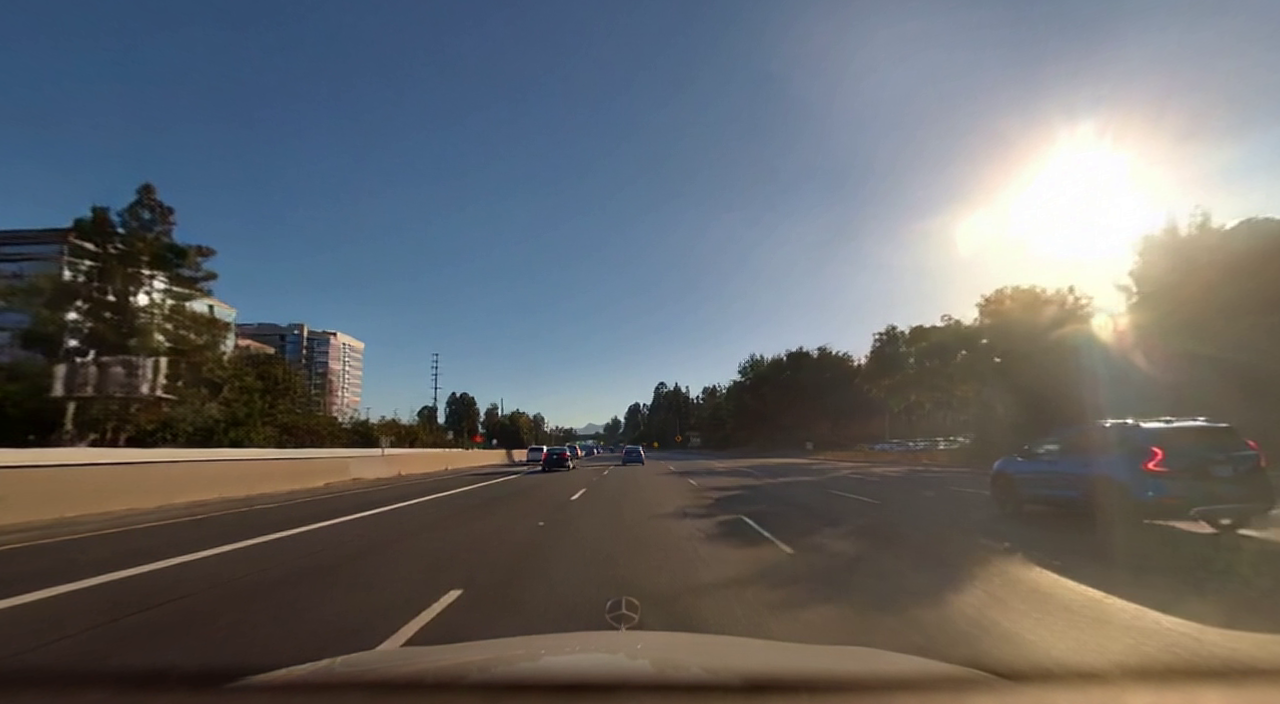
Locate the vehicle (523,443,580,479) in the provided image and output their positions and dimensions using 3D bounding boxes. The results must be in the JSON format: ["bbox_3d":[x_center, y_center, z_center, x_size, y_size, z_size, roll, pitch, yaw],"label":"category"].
[{"bbox_3d":[-3.908,4.904,28.712,1.886,1.465,4.625,0,-9,0],"label":"vehicle"}]

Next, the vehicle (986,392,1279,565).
[{"bbox_3d":[7.379,1.673,9.066,2.028,1.801,4.741,0,-9,-1],"label":"vehicle"}]

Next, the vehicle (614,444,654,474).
[{"bbox_3d":[-0.341,5.704,34.044,1.997,1.485,4.094,0,-9,-1],"label":"vehicle"}]
